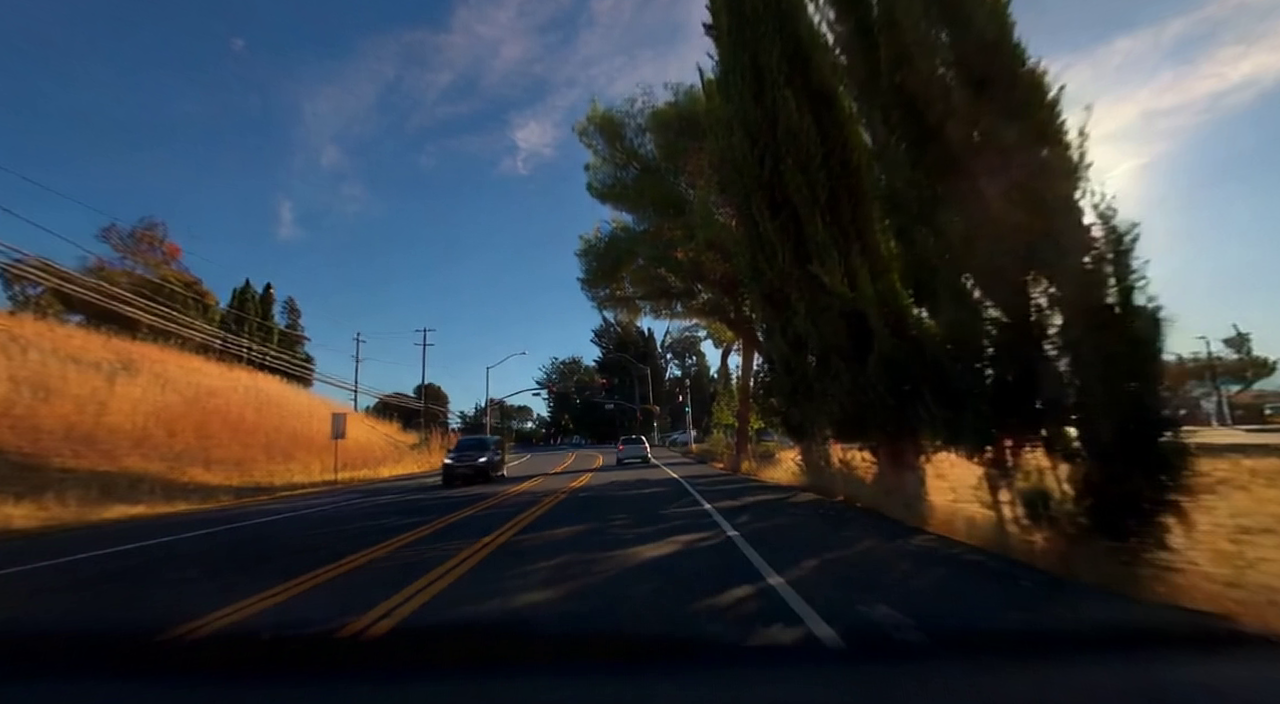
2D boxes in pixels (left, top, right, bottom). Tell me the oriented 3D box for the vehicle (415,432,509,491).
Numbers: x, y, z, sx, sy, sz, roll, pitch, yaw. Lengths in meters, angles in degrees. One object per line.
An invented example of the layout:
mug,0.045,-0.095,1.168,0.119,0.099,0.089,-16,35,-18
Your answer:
vehicle,-6.596,4.106,24.055,2.378,1.853,4.847,-3,-8,-3

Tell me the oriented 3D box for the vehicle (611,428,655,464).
vehicle,-0.454,5.810,39.102,2.574,2.059,5.331,0,-8,-1
